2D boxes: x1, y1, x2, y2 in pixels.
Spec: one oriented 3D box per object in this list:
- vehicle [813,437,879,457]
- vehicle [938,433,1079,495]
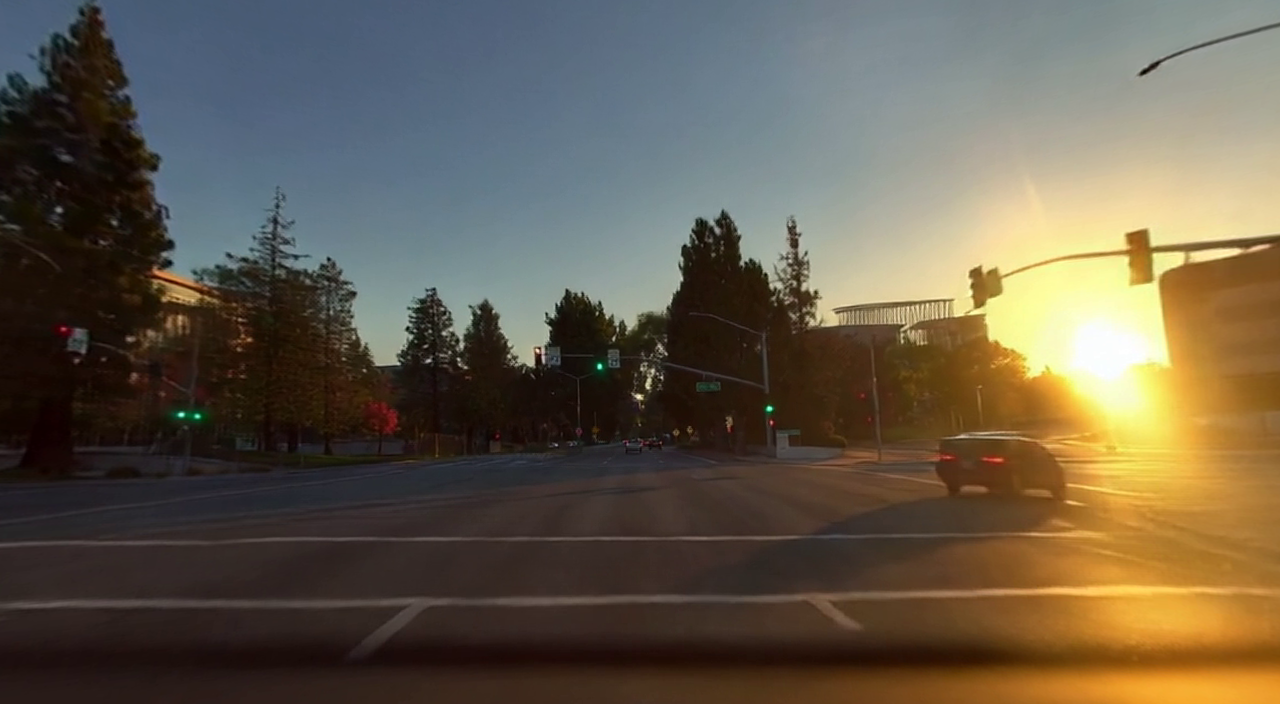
[{"bbox_3d":[16.034,7.412,49.308,4.483,1.452,1.924,0,-8,-1],"label":"vehicle"},{"bbox_3d":[10.610,3.149,18.036,4.595,1.503,2.289,10,-12,-44],"label":"vehicle"}]
